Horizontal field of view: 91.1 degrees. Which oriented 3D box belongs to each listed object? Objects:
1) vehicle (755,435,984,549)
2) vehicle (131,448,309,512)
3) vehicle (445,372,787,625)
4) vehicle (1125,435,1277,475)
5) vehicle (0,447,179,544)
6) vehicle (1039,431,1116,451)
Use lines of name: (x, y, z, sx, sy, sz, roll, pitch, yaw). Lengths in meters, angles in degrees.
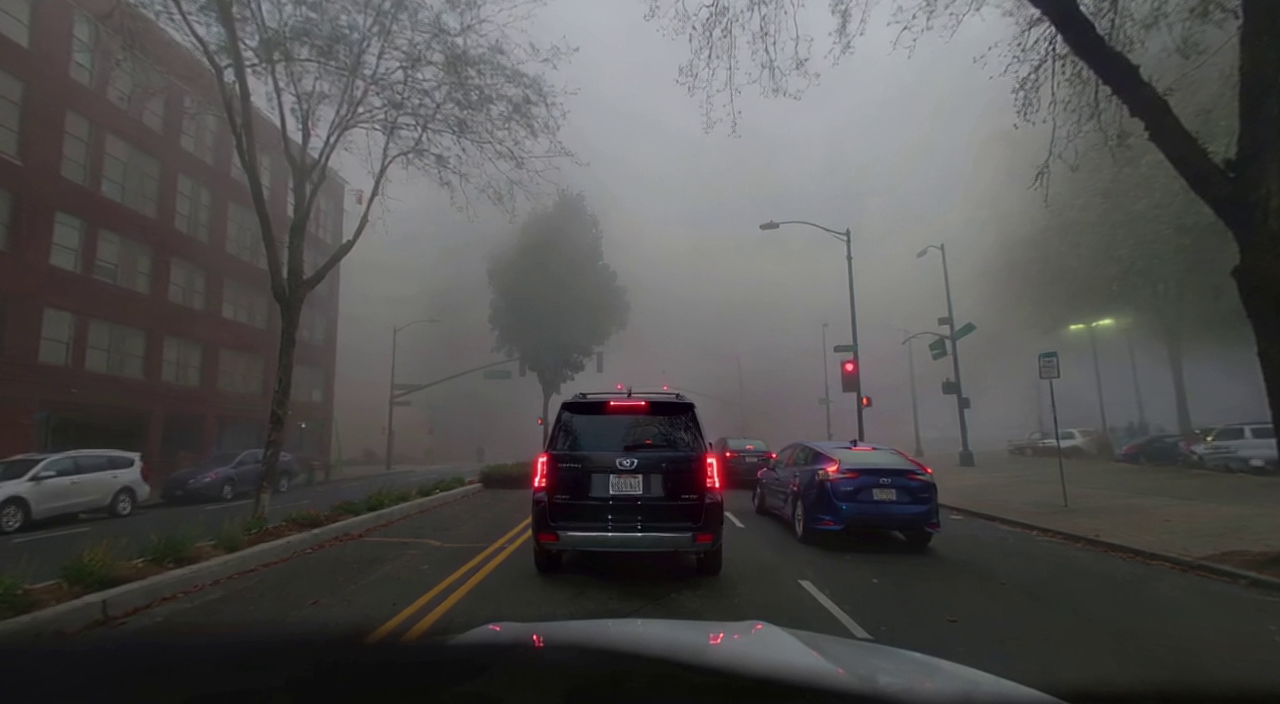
vehicle: (3.288, 2.084, 10.070, 2.056, 1.422, 4.130, 0, -8, -1)
vehicle: (-12.466, 3.781, 19.142, 2.207, 1.648, 4.675, 0, -8, -1)
vehicle: (-0.163, 1.366, 6.758, 2.453, 1.816, 4.300, 0, -8, 0)
vehicle: (22.111, 4.057, 24.991, 4.055, 1.469, 1.848, -4, -9, 26)
vehicle: (-12.547, 2.916, 13.470, 1.891, 1.723, 4.360, 0, -8, 1)
vehicle: (34.499, 7.054, 49.496, 5.224, 1.515, 2.164, 3, -9, -18)
